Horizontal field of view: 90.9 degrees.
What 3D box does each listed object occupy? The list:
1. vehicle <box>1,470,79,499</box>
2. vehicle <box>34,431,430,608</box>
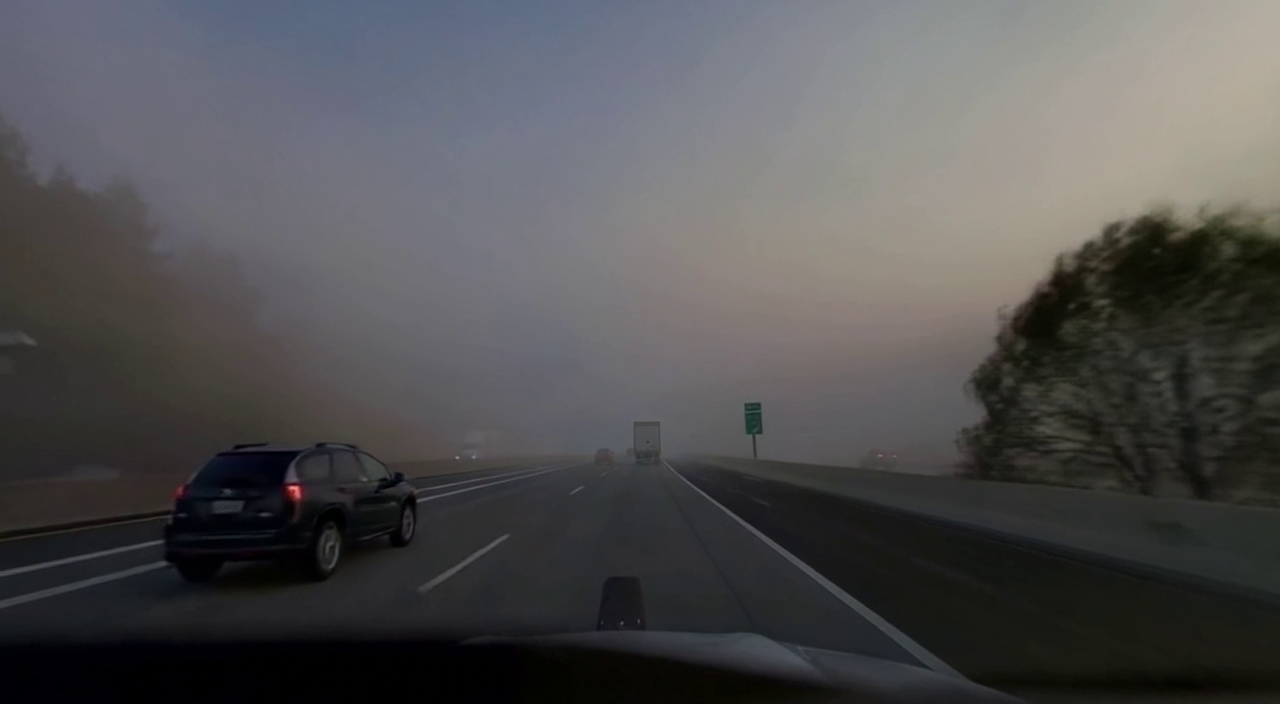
[{"bbox_3d":[-41.030,9.013,43.248,1.836,1.680,4.531,2,-9,-15],"label":"vehicle"},{"bbox_3d":[-4.186,1.741,7.481,1.945,1.488,4.043,0,-9,1],"label":"vehicle"}]
